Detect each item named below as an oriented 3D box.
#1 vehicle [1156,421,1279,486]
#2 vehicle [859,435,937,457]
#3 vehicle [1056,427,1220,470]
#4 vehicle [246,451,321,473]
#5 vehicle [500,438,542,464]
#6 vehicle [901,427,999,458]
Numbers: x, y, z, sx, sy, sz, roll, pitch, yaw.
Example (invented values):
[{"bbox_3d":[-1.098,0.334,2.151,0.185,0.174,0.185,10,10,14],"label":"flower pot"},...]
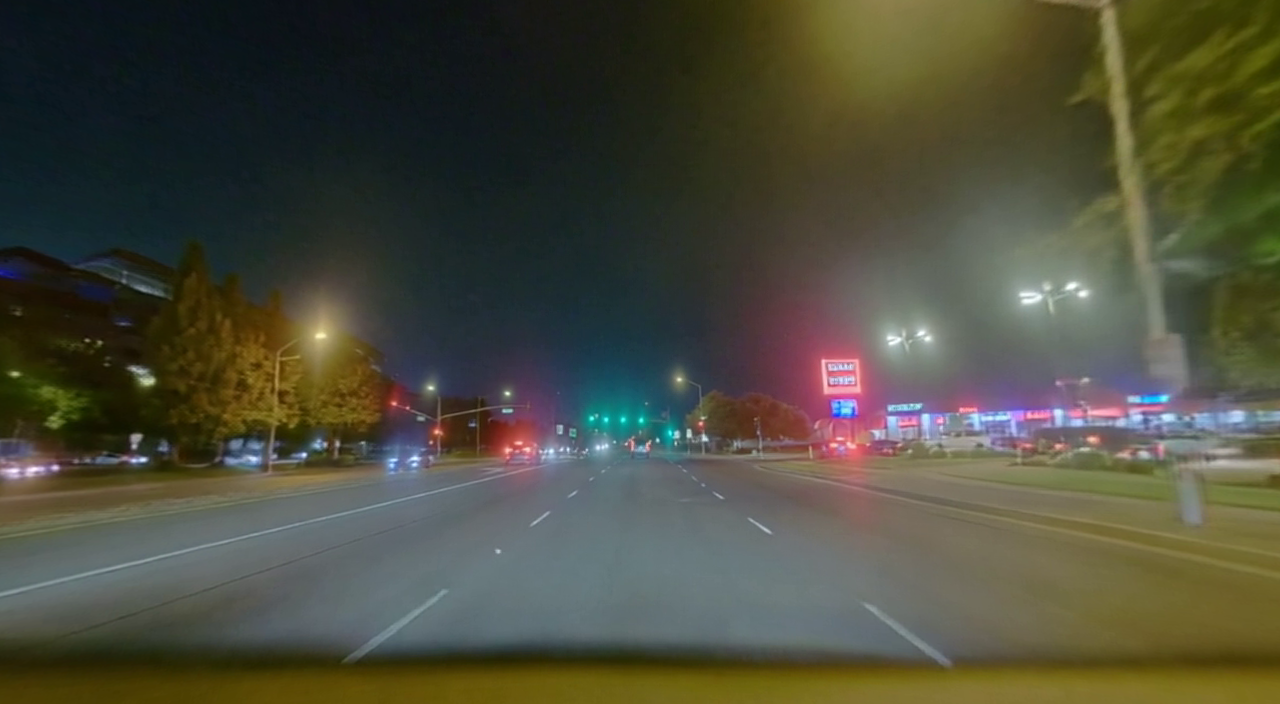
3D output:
[{"bbox_3d":[17.522,2.758,17.590,4.512,1.459,1.916,-3,-6,-2],"label":"vehicle"},{"bbox_3d":[16.887,6.182,41.487,1.796,1.351,4.358,6,-11,-37],"label":"vehicle"},{"bbox_3d":[17.673,3.444,22.532,4.211,1.418,1.907,0,-9,0],"label":"vehicle"},{"bbox_3d":[-27.243,8.415,48.256,4.805,1.537,1.936,-2,-9,11],"label":"vehicle"},{"bbox_3d":[-7.877,6.615,42.194,2.231,1.650,5.052,0,-9,-4],"label":"vehicle"},{"bbox_3d":[17.441,5.136,35.619,4.498,1.671,1.887,-1,-8,3],"label":"vehicle"}]
